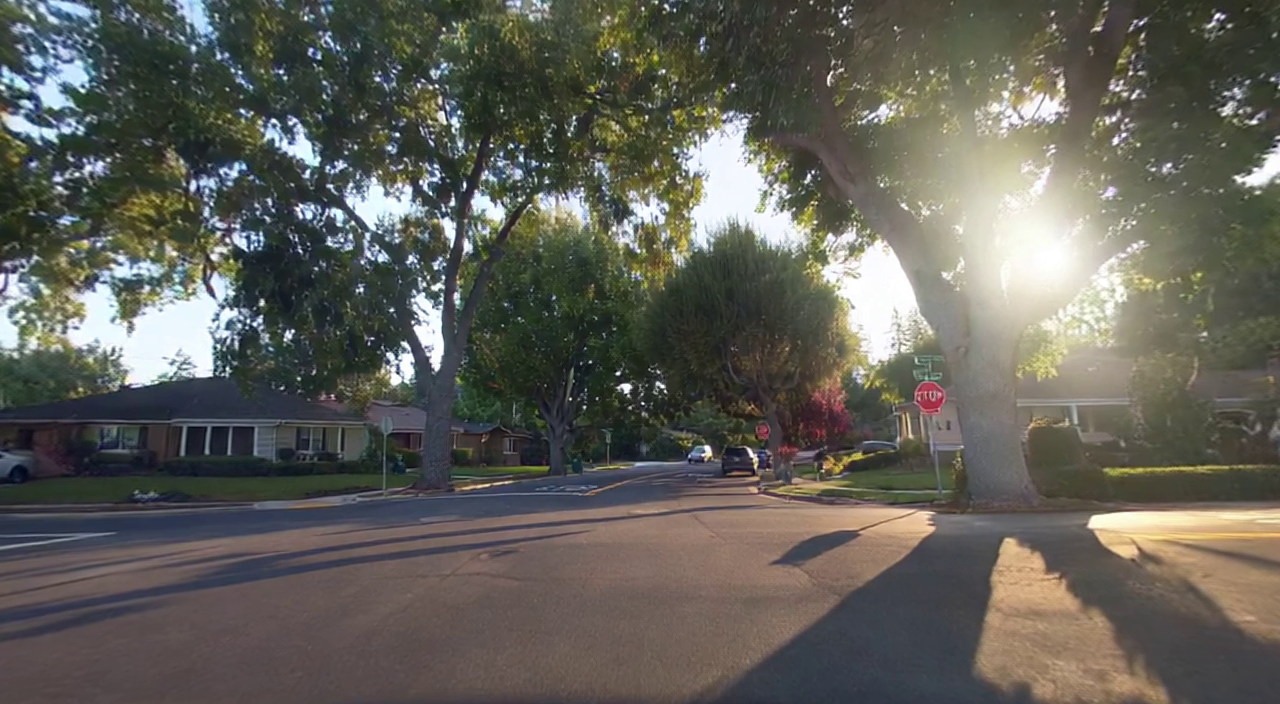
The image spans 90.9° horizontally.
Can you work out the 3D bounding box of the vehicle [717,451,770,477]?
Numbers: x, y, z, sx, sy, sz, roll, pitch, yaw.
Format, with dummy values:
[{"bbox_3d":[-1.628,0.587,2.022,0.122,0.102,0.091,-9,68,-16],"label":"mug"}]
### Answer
[{"bbox_3d":[7.249,7.724,43.670,2.692,1.649,4.689,-3,-9,20],"label":"vehicle"}]
